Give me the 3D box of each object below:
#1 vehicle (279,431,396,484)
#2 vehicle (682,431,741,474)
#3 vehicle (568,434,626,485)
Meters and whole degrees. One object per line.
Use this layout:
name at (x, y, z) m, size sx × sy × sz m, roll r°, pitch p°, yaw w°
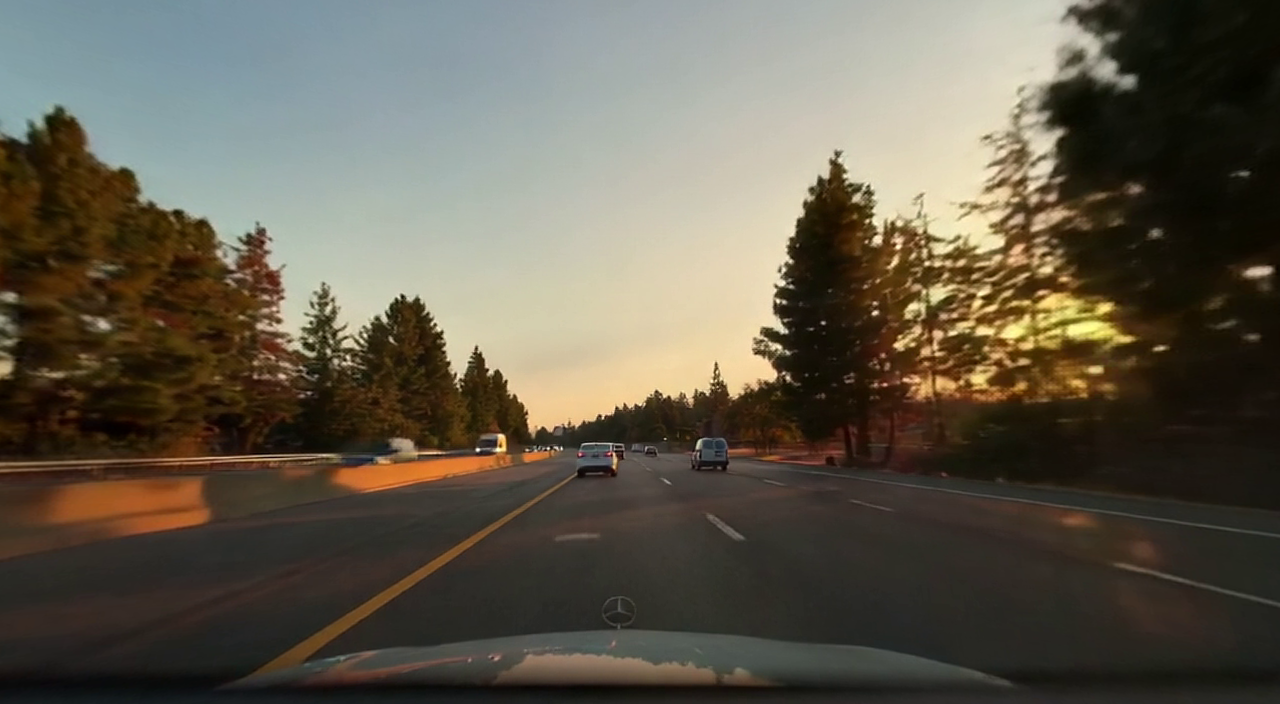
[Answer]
vehicle at (-10.050, 3.552, 21.264) m, size 1.913 × 1.603 × 4.233 m, roll 0°, pitch -9°, yaw -1°
vehicle at (3.394, 4.921, 30.764) m, size 2.179 × 1.930 × 4.538 m, roll 0°, pitch -9°, yaw -2°
vehicle at (-1.507, 4.011, 23.584) m, size 1.963 × 1.711 × 4.284 m, roll 0°, pitch -9°, yaw -1°
